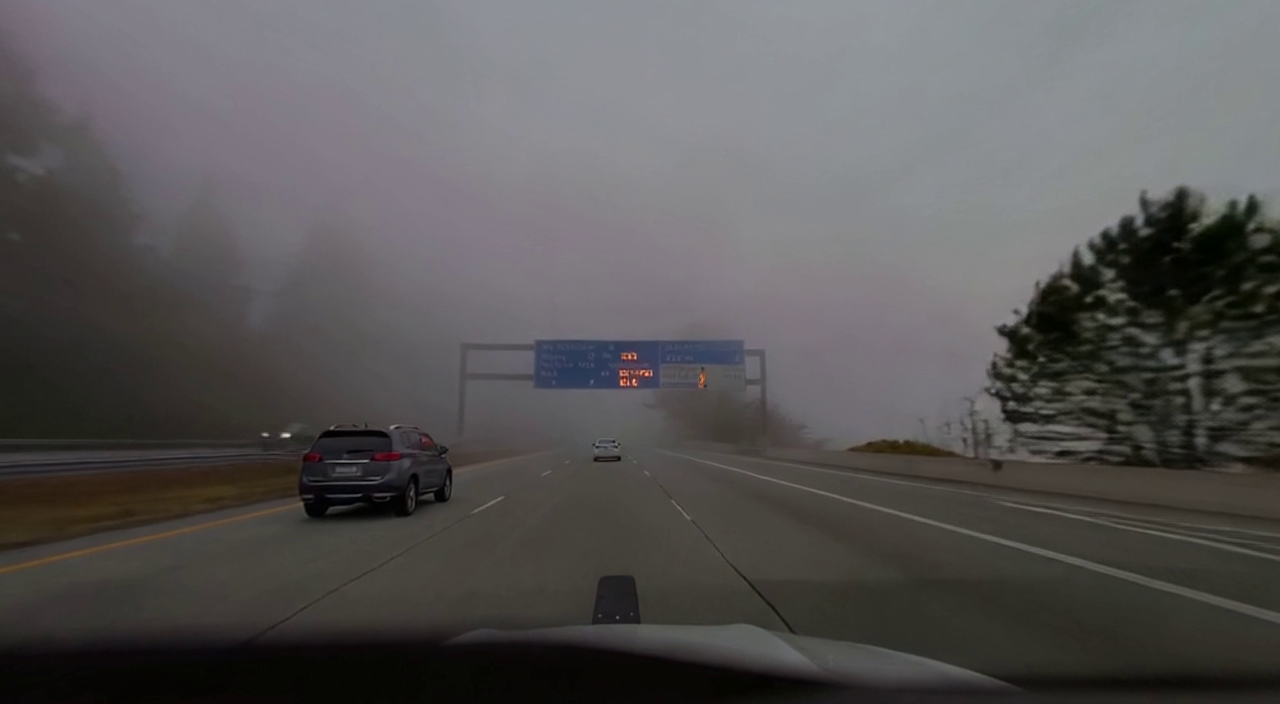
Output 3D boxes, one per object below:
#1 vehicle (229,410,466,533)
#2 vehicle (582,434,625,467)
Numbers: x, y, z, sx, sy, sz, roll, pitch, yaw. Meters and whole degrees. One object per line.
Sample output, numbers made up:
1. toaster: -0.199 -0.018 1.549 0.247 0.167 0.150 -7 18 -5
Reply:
1. vehicle: -4.709 1.973 11.087 2.111 1.689 4.505 0 -8 -2
2. vehicle: -1.767 4.837 31.113 2.010 1.534 4.013 0 -8 -2
